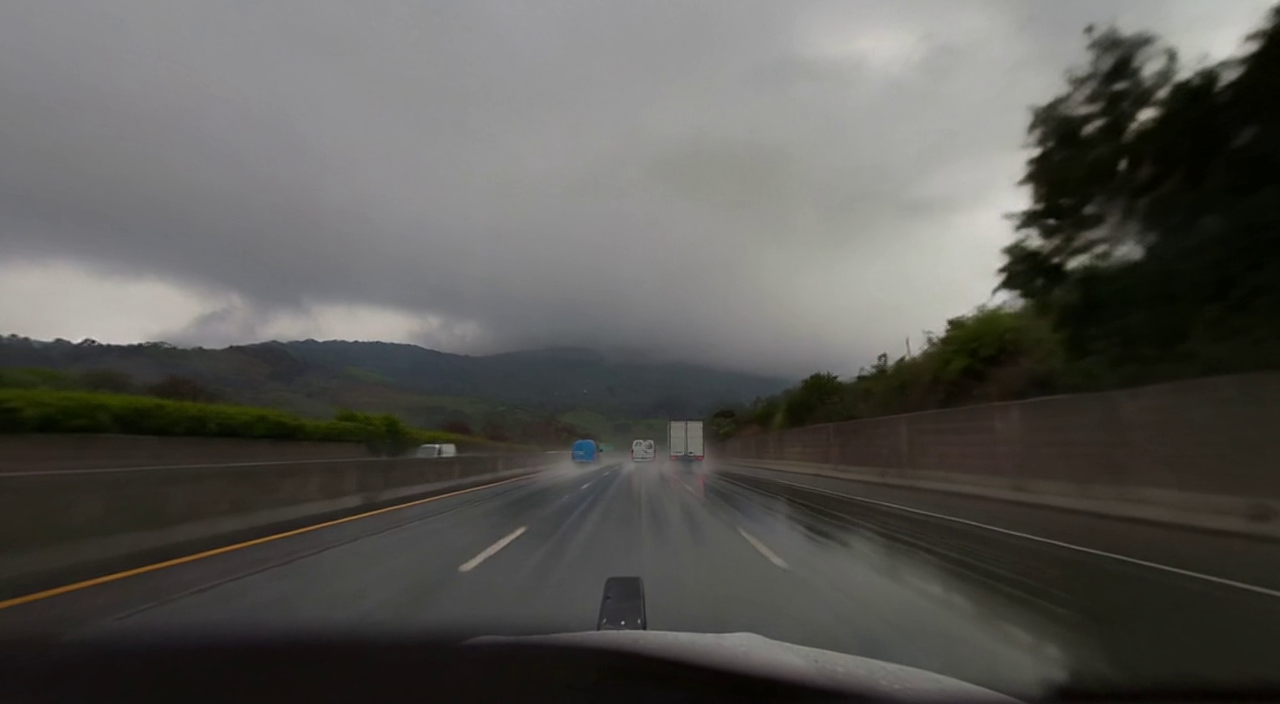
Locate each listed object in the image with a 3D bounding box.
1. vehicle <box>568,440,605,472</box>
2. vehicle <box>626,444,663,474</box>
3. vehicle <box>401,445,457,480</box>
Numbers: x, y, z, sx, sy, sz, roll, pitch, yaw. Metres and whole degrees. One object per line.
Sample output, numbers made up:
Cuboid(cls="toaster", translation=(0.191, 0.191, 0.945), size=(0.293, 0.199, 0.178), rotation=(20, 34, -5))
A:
Cuboid(cls="vehicle", translation=(-3.592, 7.109, 43.175), size=(1.955, 2.004, 4.792), rotation=(-1, -9, 1))
Cuboid(cls="vehicle", translation=(0.313, 6.637, 39.281), size=(2.166, 1.747, 4.299), rotation=(0, -9, 1))
Cuboid(cls="vehicle", translation=(-16.218, 8.516, 48.847), size=(2.308, 2.449, 5.847), rotation=(0, -9, 0))
